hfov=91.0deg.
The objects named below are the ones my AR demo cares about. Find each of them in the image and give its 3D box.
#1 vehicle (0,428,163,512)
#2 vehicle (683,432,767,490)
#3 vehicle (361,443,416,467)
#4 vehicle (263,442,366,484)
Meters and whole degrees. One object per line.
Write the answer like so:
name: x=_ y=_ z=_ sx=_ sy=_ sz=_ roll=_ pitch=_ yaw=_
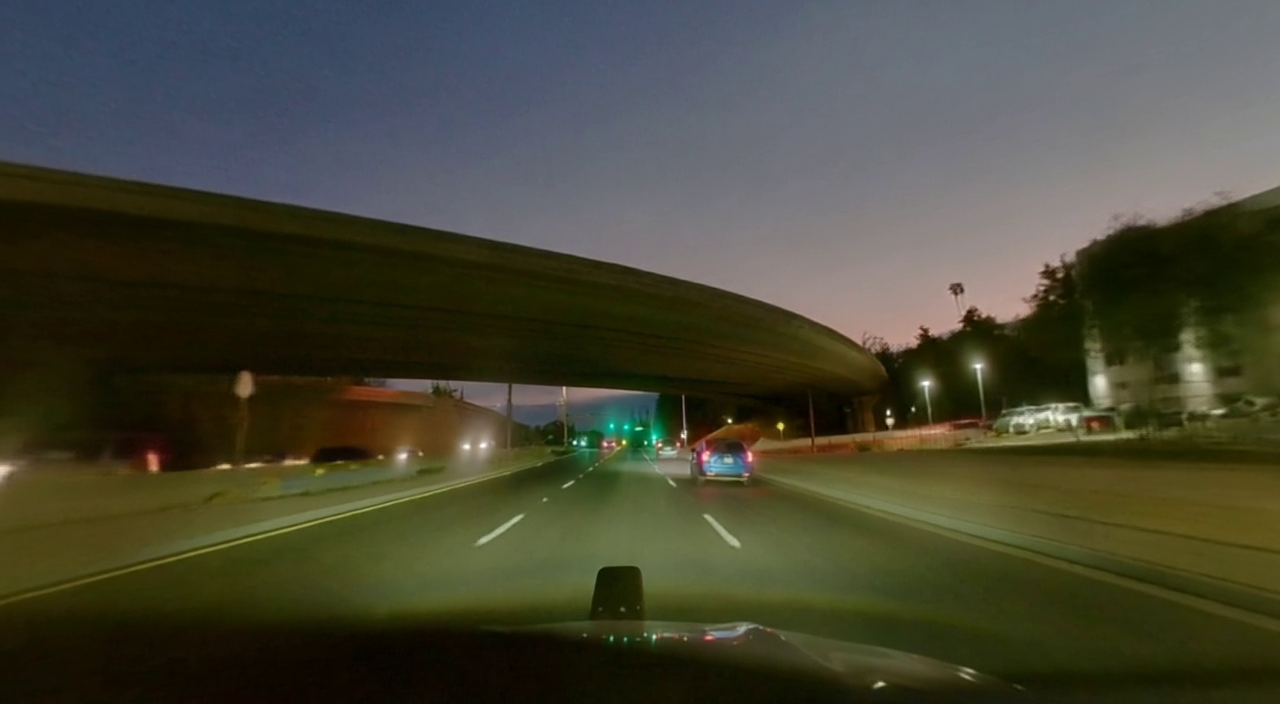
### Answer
vehicle: x=-16.194 y=3.085 z=16.885 sx=2.243 sy=1.952 sz=5.838 roll=0 pitch=-9 yaw=-1
vehicle: x=2.689 y=3.610 z=21.130 sx=2.110 sy=1.712 sz=4.489 roll=0 pitch=-9 yaw=-1
vehicle: x=-16.620 y=6.831 z=41.833 sx=1.883 sy=1.506 sz=4.535 roll=0 pitch=-9 yaw=-1
vehicle: x=-12.970 y=4.431 z=25.459 sx=1.844 sy=1.514 sz=4.386 roll=0 pitch=-9 yaw=0
